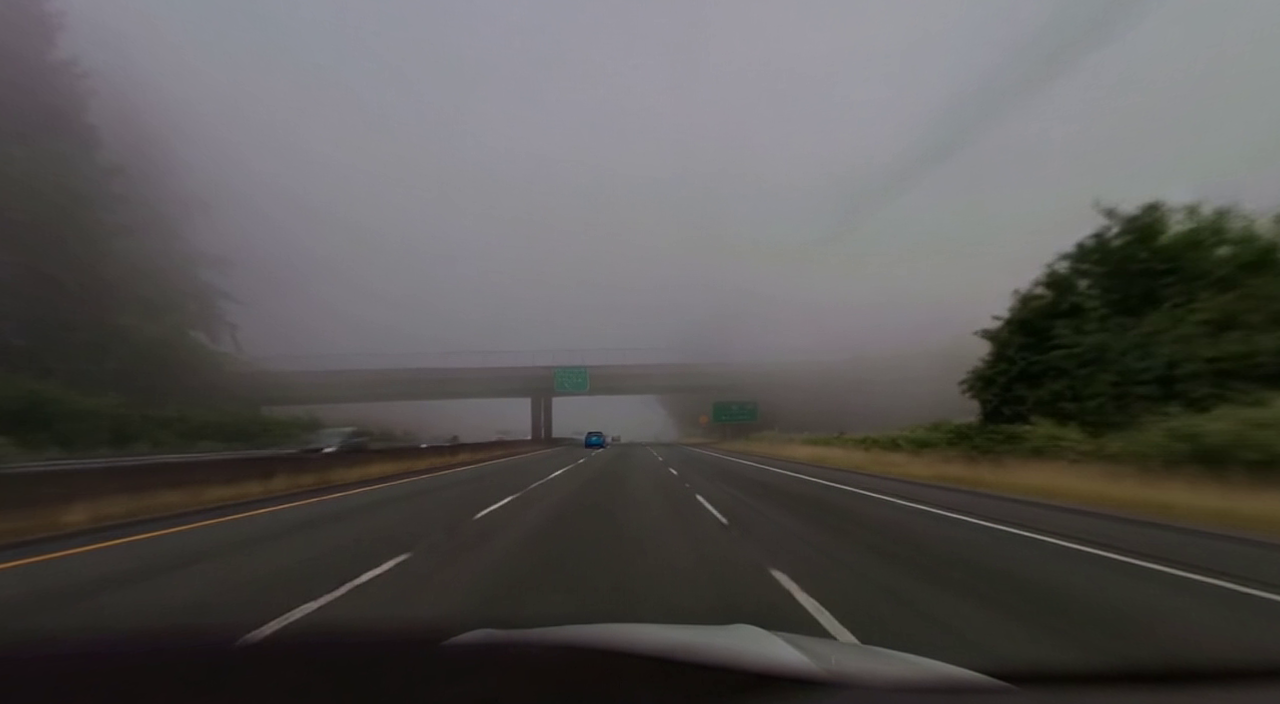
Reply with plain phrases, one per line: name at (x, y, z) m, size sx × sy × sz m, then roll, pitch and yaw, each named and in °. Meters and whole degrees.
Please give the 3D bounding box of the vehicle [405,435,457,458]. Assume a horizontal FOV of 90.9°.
vehicle at (-13.768, 6.250, 41.762) m, size 1.937 × 1.424 × 4.454 m, roll 0°, pitch -8°, yaw 0°

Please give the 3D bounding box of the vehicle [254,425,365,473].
vehicle at (-13.328, 3.927, 25.792) m, size 1.967 × 1.764 × 4.733 m, roll 0°, pitch -8°, yaw 0°

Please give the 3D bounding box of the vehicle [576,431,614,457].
vehicle at (-2.964, 6.173, 42.301) m, size 2.086 × 1.624 × 4.607 m, roll 0°, pitch -8°, yaw 1°
